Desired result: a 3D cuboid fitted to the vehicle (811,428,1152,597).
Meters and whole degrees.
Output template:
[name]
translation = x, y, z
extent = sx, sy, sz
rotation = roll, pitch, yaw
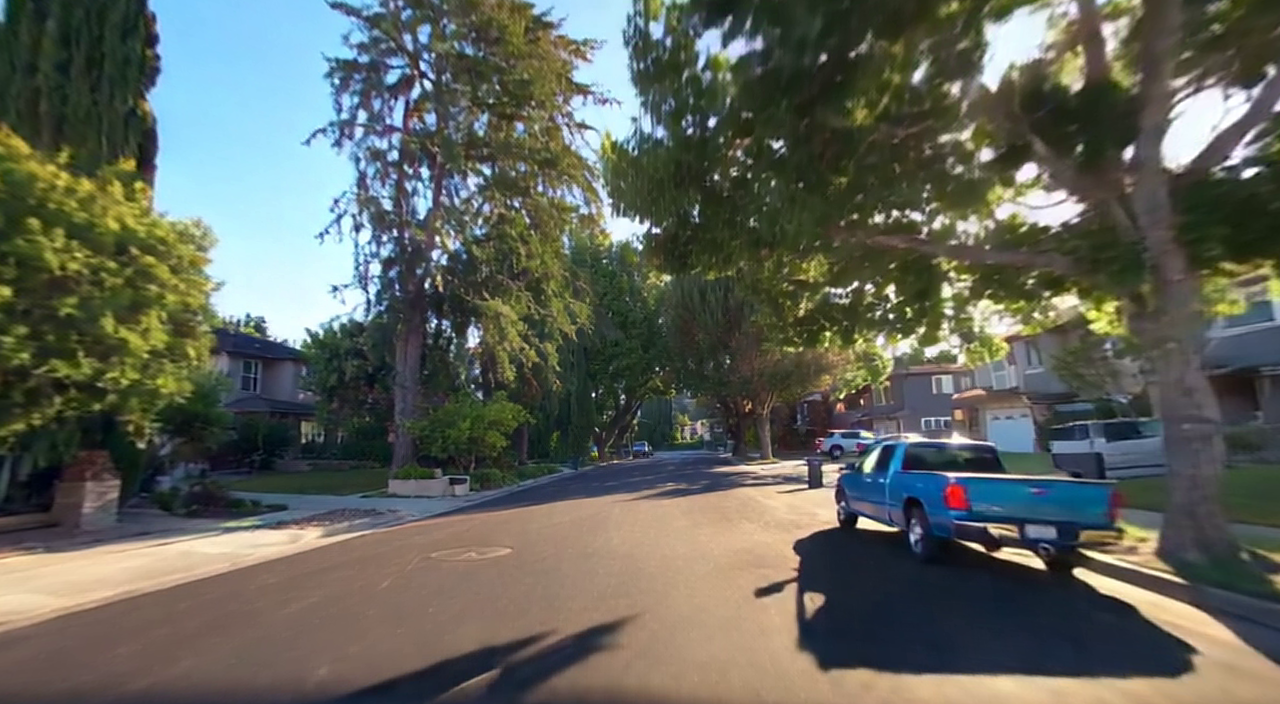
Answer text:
[vehicle]
translation = 3.649, 1.751, 7.842
extent = 2.006, 1.494, 4.211
rotation = 0, -8, 2
